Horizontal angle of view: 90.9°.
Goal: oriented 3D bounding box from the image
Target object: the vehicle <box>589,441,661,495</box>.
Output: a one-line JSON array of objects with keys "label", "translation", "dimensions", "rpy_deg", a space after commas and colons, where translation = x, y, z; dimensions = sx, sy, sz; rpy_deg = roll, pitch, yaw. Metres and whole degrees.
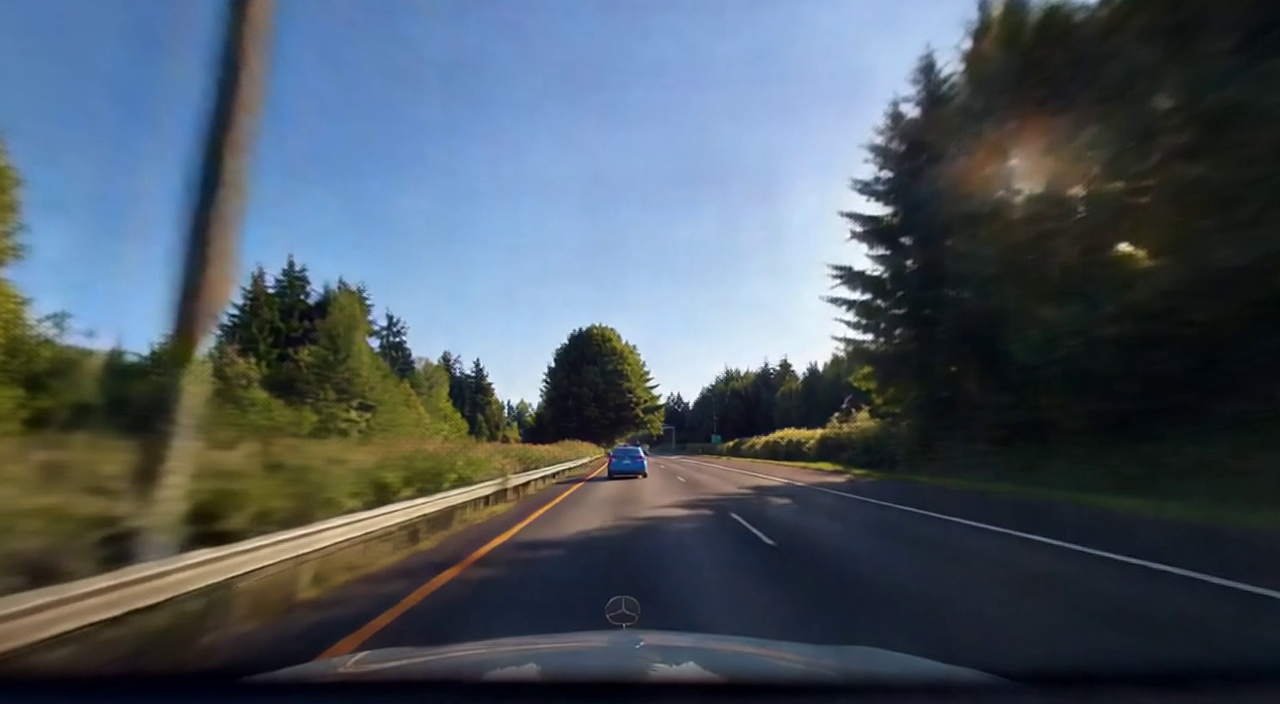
[{"label": "vehicle", "translation": [-0.450, 3.658, 20.256], "dimensions": [2.069, 1.523, 4.012], "rpy_deg": [0, -9, -1]}]
